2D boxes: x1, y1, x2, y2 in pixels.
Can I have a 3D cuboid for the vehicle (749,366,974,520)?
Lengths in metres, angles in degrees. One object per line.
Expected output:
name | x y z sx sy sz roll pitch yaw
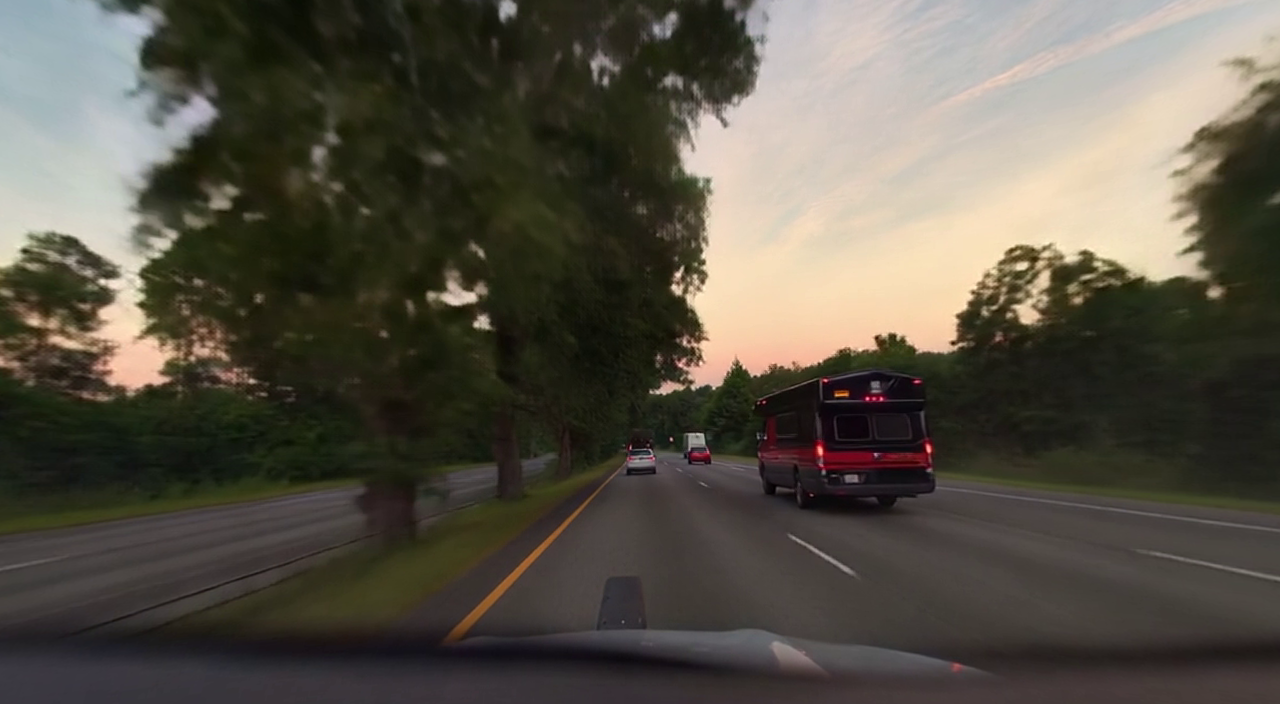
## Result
vehicle | 4.698 2.226 15.218 2.745 2.832 7.035 0 -9 -1

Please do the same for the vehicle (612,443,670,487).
vehicle | 0.008 4.433 25.053 2.120 1.575 4.018 0 -9 -1

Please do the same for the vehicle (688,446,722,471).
vehicle | 4.107 6.817 40.420 1.757 1.459 3.398 0 -9 -1
